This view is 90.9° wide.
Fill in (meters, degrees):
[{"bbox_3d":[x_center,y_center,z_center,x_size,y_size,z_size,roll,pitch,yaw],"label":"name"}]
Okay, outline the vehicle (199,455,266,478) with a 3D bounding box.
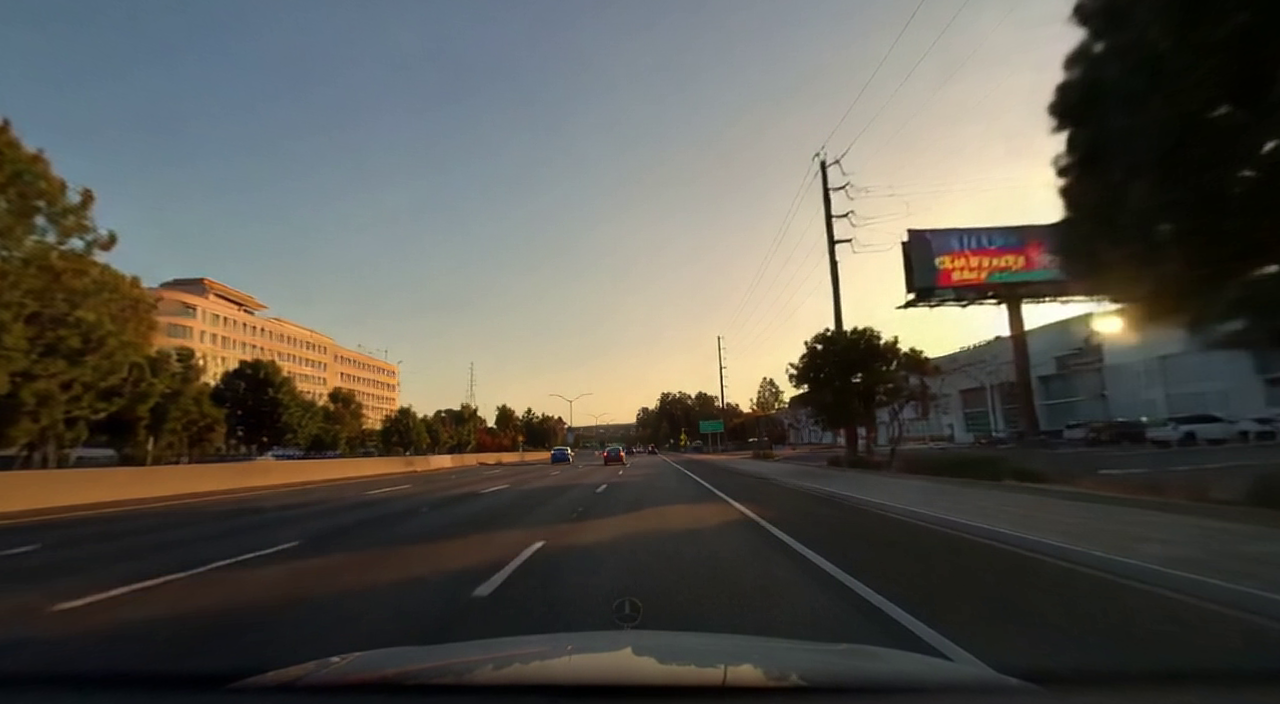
[{"bbox_3d":[-30.912,8.677,47.983,1.958,1.521,4.676,0,-8,1],"label":"vehicle"}]
